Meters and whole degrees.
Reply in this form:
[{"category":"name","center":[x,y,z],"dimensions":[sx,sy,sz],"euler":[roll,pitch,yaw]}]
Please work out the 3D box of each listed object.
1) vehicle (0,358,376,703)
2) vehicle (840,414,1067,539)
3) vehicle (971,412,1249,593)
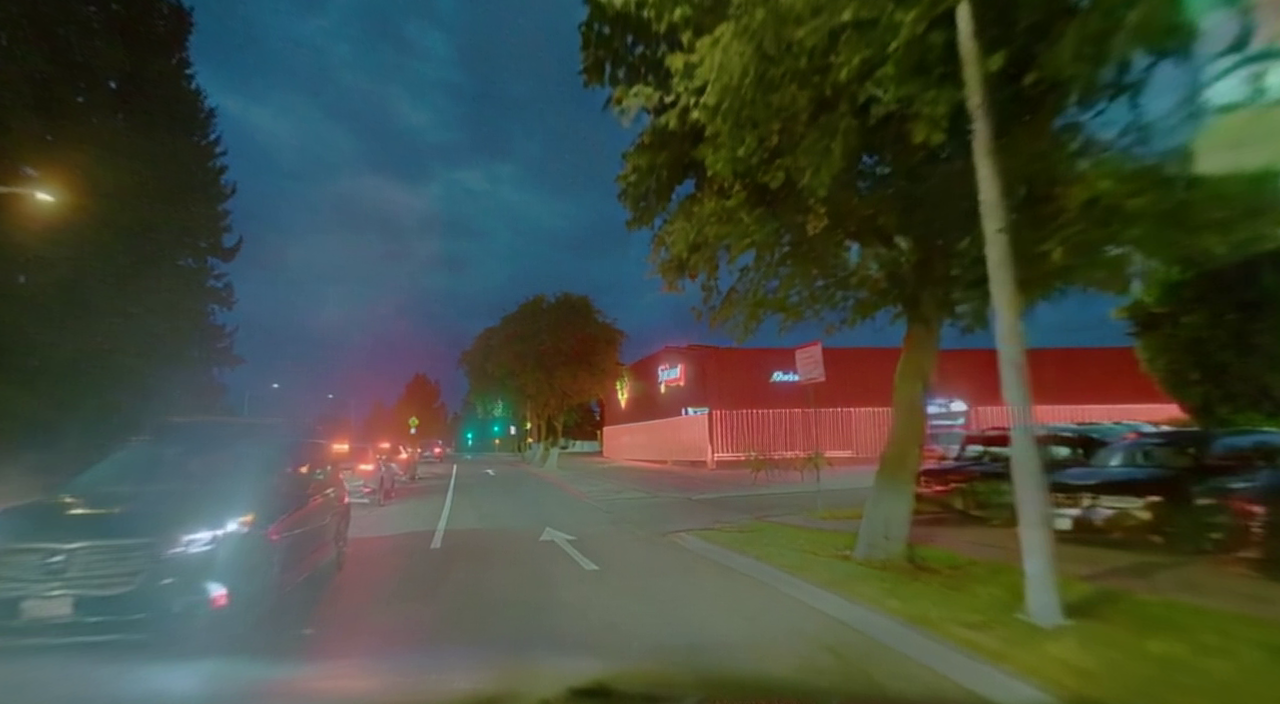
[{"category":"vehicle","center":[-3.565,1.176,4.922],"dimensions":[2.065,1.773,4.128],"euler":[2,-8,-14]},{"category":"vehicle","center":[5.249,1.935,10.424],"dimensions":[3.575,1.473,1.785],"euler":[0,-8,-37]},{"category":"vehicle","center":[5.765,1.583,7.572],"dimensions":[3.556,1.441,1.935],"euler":[2,-9,-43]}]
